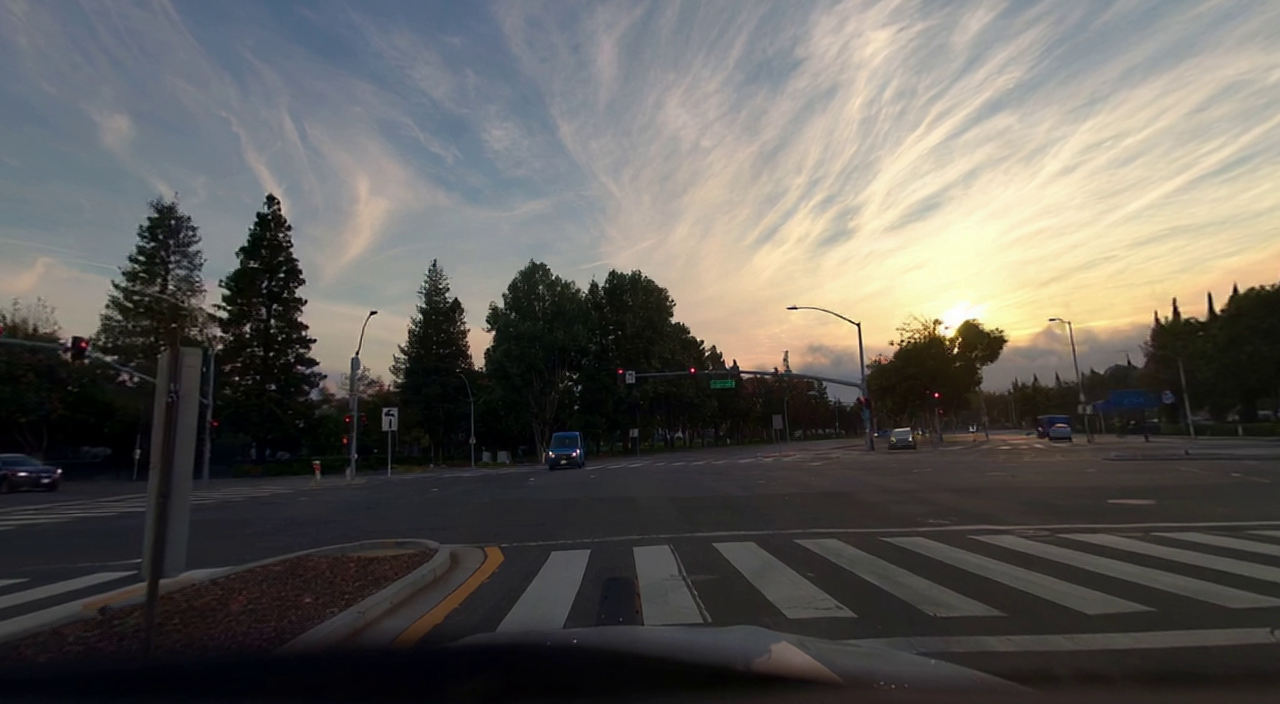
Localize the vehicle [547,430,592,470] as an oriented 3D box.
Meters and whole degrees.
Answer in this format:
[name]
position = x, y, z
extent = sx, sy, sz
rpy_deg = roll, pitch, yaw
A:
[vehicle]
position = -4.525, 6.373, 41.280
extent = 2.465, 2.404, 5.791
rpy_deg = 0, -8, -2
